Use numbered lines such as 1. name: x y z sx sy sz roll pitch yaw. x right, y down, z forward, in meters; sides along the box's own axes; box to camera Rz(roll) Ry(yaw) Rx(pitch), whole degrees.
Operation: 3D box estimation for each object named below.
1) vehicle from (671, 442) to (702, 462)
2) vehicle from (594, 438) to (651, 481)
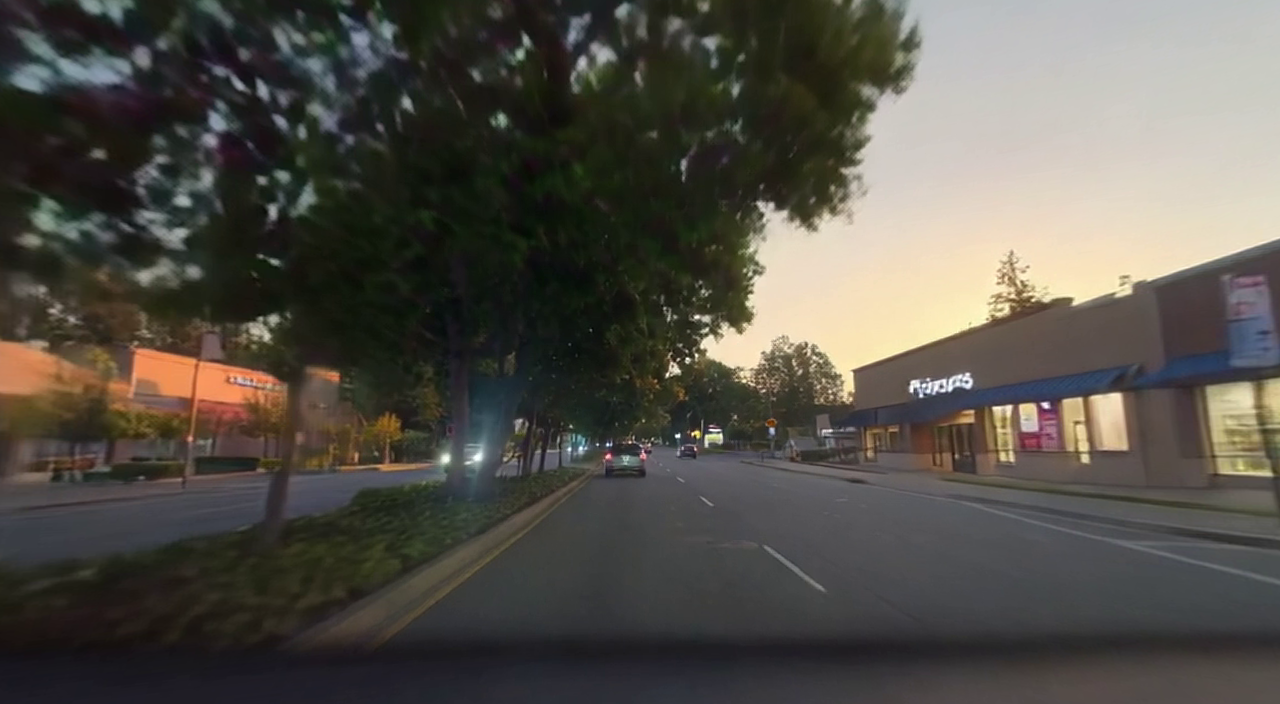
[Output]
1. vehicle: 3.519 7.678 48.482 1.910 1.474 4.003 0 -9 -2
2. vehicle: -0.643 4.094 24.316 2.006 1.487 3.535 0 -9 0
